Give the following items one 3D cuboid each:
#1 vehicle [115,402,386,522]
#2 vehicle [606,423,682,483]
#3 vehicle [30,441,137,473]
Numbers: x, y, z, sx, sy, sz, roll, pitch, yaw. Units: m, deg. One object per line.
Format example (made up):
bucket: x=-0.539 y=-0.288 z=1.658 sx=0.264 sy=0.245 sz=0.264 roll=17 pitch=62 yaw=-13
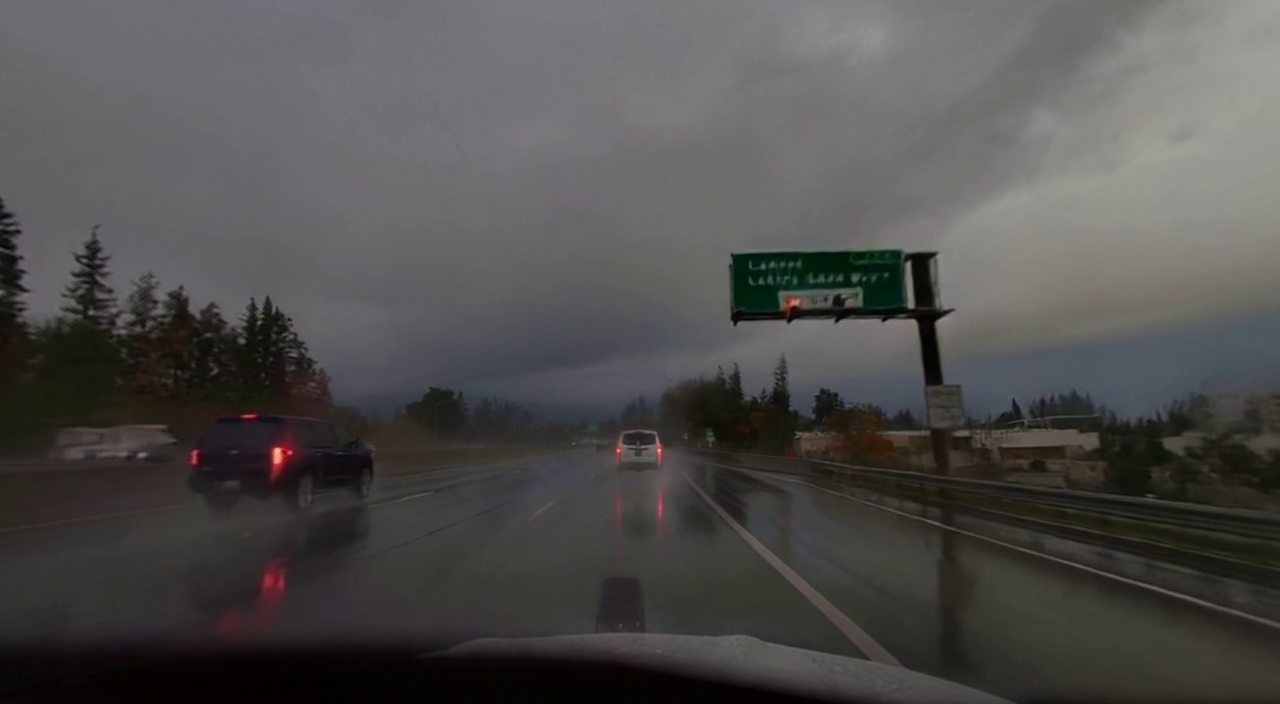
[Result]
vehicle: x=-7.452 y=2.192 z=13.017 sx=2.289 sy=1.955 sz=5.147 roll=0 pitch=-9 yaw=0
vehicle: x=0.263 y=3.755 z=23.607 sx=2.497 sy=1.957 sz=5.432 roll=0 pitch=-9 yaw=3
vehicle: x=-35.915 y=6.780 z=41.008 sx=2.163 sy=1.933 sz=5.256 roll=0 pitch=-9 yaw=-1
